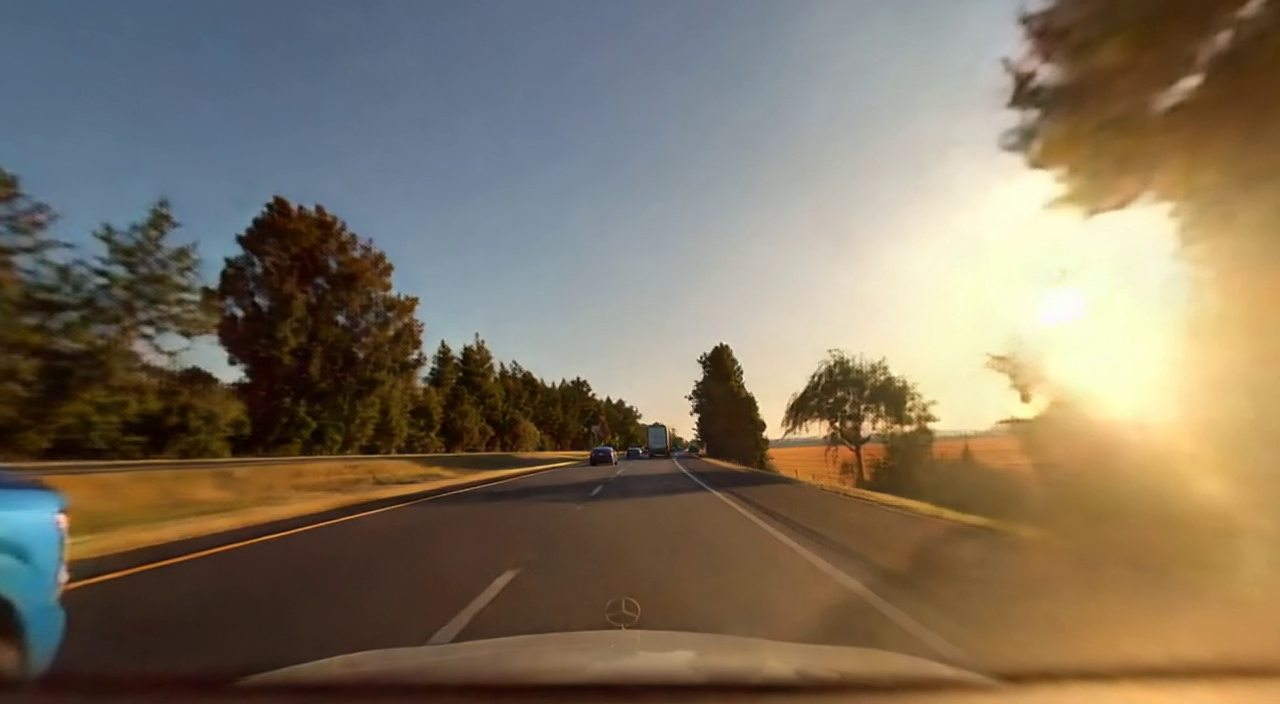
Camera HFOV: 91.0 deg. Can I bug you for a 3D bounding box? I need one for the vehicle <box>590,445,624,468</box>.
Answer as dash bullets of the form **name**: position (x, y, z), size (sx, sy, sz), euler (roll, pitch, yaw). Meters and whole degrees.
- **vehicle**: position (-2.372, 7.668, 46.425), size (2.199, 1.555, 4.451), euler (0, -9, 1)
